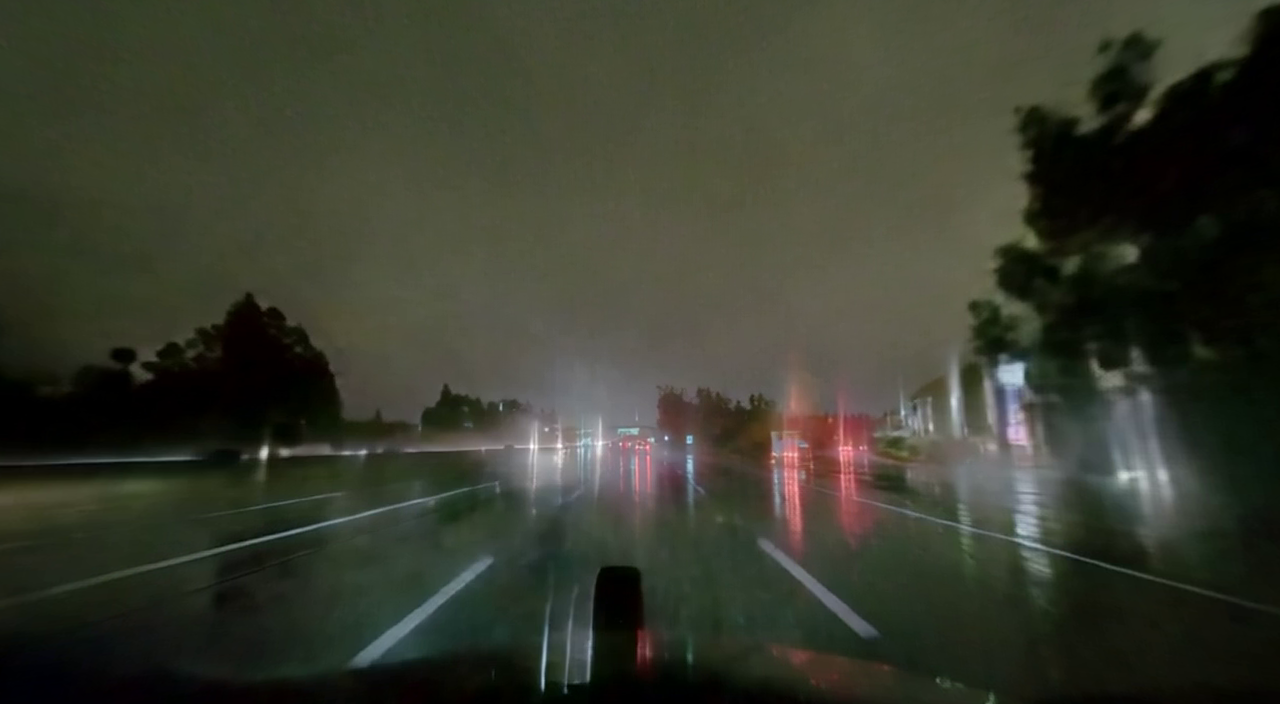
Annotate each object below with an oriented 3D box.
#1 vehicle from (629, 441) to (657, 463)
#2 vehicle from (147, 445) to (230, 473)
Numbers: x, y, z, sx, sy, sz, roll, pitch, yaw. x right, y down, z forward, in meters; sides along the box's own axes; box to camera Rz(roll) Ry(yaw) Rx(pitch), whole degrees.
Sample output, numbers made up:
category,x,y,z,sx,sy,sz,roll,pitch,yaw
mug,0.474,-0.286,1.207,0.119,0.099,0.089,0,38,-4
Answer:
category,x,y,z,sx,sy,sz,roll,pitch,yaw
vehicle,0.231,7.575,48.000,2.021,1.528,4.154,0,-8,0
vehicle,-27.951,6.608,39.296,1.863,1.602,4.456,0,-8,0
